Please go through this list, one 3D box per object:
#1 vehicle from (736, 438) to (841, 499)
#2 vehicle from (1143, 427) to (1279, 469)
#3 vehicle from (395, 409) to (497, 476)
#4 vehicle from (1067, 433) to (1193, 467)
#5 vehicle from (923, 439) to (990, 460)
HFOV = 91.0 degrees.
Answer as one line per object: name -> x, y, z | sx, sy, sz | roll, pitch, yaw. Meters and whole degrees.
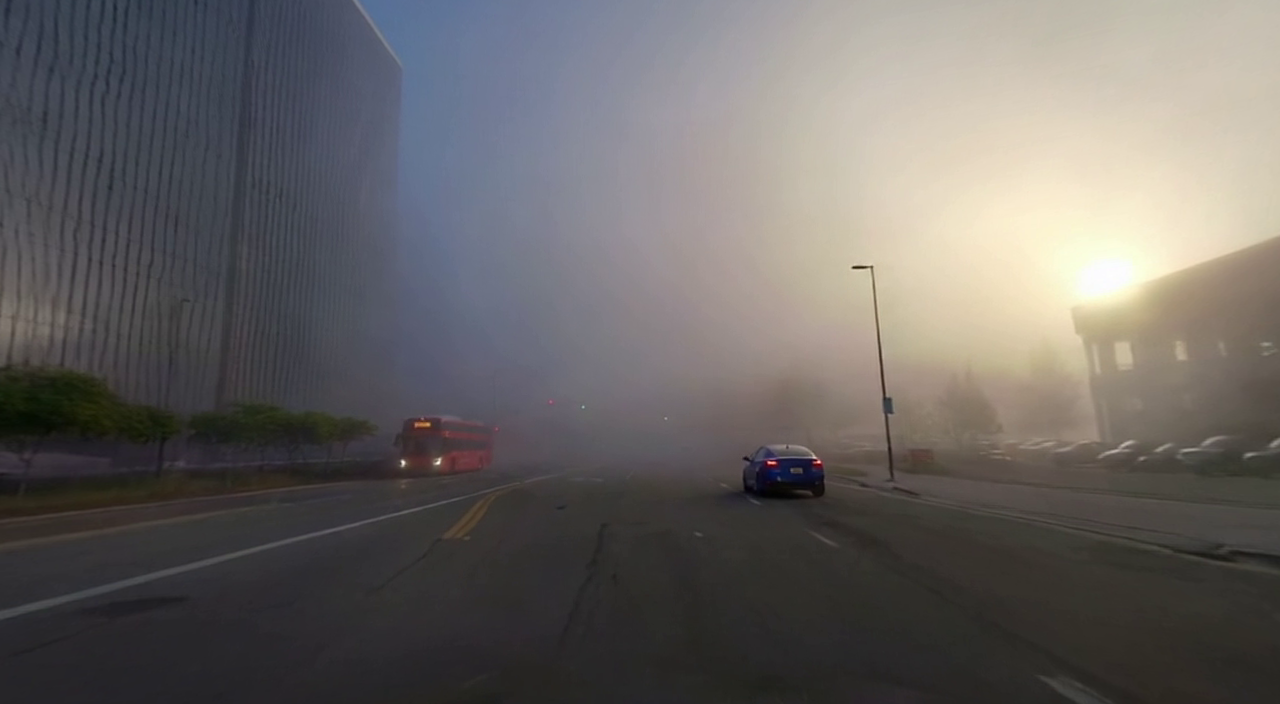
vehicle -> 4.065, 3.268, 18.020 | 1.993, 1.501, 4.127 | 0, -9, 0
vehicle -> 21.980, 3.641, 23.877 | 4.069, 1.486, 2.055 | 0, -8, -2
vehicle -> -14.450, 7.061, 48.786 | 3.110, 4.418, 13.688 | -1, -9, 2
vehicle -> 22.600, 4.554, 29.188 | 4.135, 1.480, 1.915 | 0, -9, 2
vehicle -> 23.479, 7.281, 46.890 | 3.983, 1.479, 1.857 | -1, -9, 7
